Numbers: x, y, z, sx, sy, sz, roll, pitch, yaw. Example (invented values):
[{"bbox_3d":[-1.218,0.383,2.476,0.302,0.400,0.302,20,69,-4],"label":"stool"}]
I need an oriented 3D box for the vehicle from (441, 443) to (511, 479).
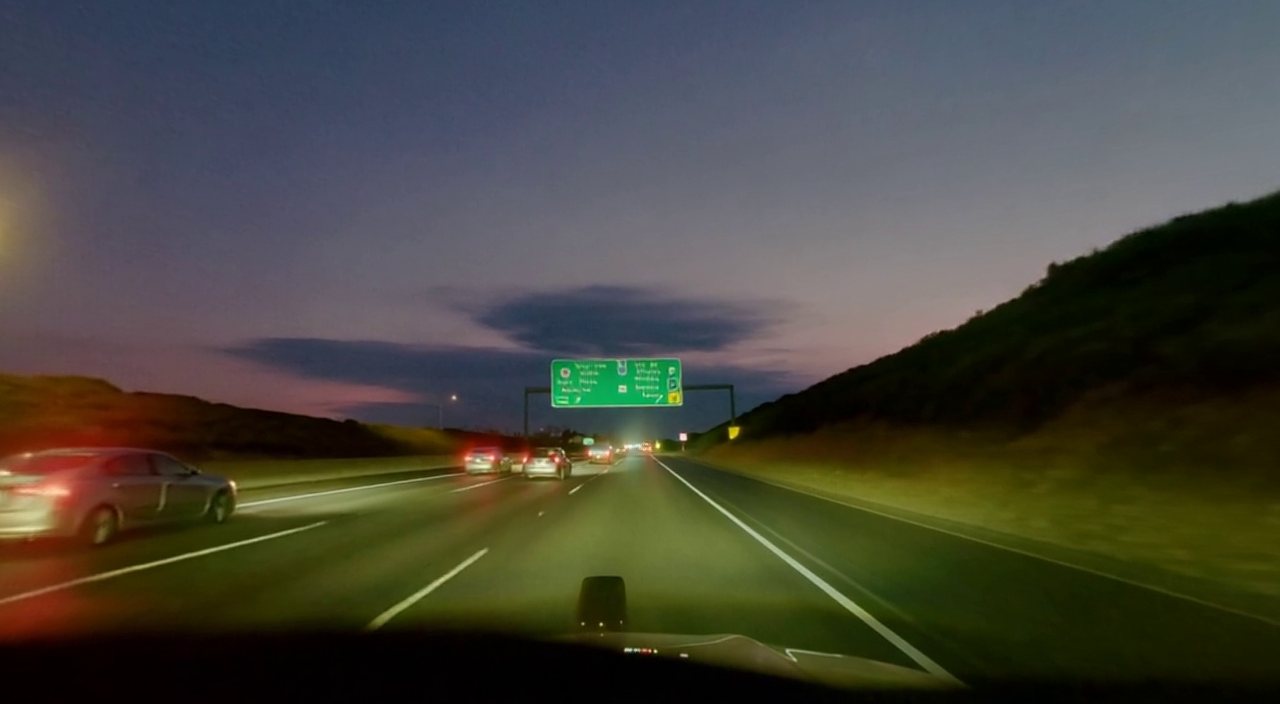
[{"bbox_3d":[-7.506,5.047,29.401,2.091,1.558,4.220,0,-9,1],"label":"vehicle"}]

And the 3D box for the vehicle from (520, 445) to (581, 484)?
[{"bbox_3d":[-3.538,4.528,25.546,1.924,1.436,3.915,0,-9,0],"label":"vehicle"}]

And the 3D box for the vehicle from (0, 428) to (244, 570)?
[{"bbox_3d":[-7.855,1.838,8.448,2.009,1.500,4.741,0,-9,0],"label":"vehicle"}]
